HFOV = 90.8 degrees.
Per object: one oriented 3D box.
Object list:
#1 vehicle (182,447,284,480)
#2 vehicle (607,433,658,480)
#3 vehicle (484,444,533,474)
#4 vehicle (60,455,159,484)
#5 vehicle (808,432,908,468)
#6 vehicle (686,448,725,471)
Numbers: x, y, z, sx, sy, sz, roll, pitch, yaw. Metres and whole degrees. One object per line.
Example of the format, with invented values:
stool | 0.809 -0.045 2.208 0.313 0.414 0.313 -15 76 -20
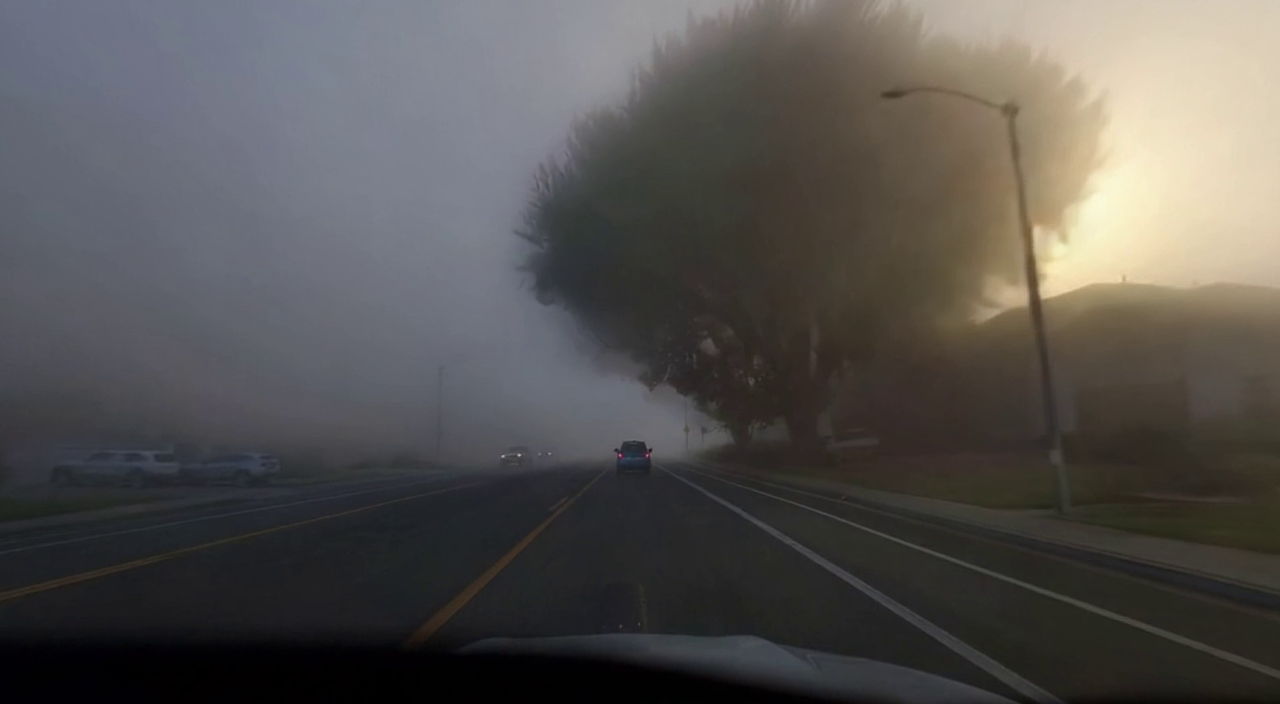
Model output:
vehicle | -21.243 5.810 33.110 4.020 1.635 1.875 0 -8 2
vehicle | -0.358 4.746 29.009 2.153 1.942 4.767 0 -8 -1
vehicle | -8.398 6.857 40.720 2.114 1.811 4.949 0 -8 -1
vehicle | -27.258 6.023 32.523 3.522 1.372 1.652 0 -9 -2
vehicle | 12.405 5.596 36.176 4.870 1.926 2.094 0 -8 -1
vehicle | 4.432 7.328 43.354 1.963 1.469 4.709 0 -8 -2
